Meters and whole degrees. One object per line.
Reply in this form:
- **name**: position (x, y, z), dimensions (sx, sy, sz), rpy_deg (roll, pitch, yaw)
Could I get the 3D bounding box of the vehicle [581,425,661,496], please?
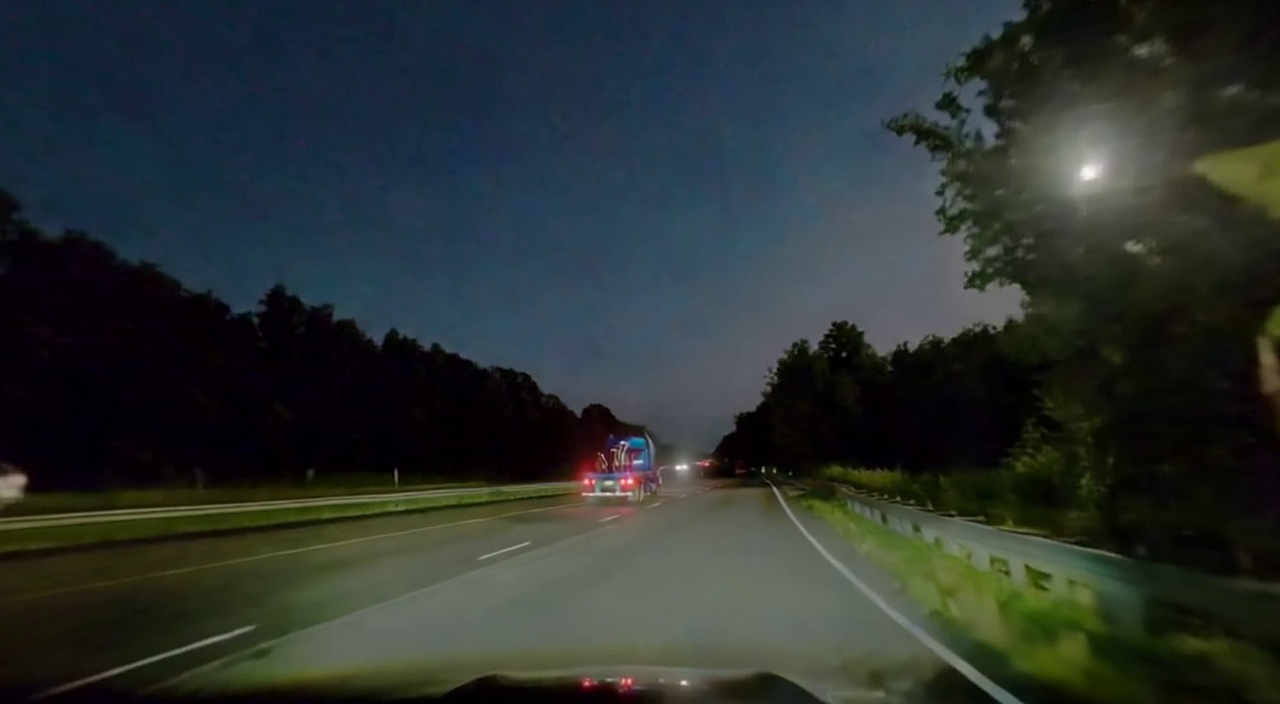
- **vehicle**: position (-0.776, 5.770, 33.192), dimensions (2.841, 3.244, 7.689), rpy_deg (-1, -11, 9)
